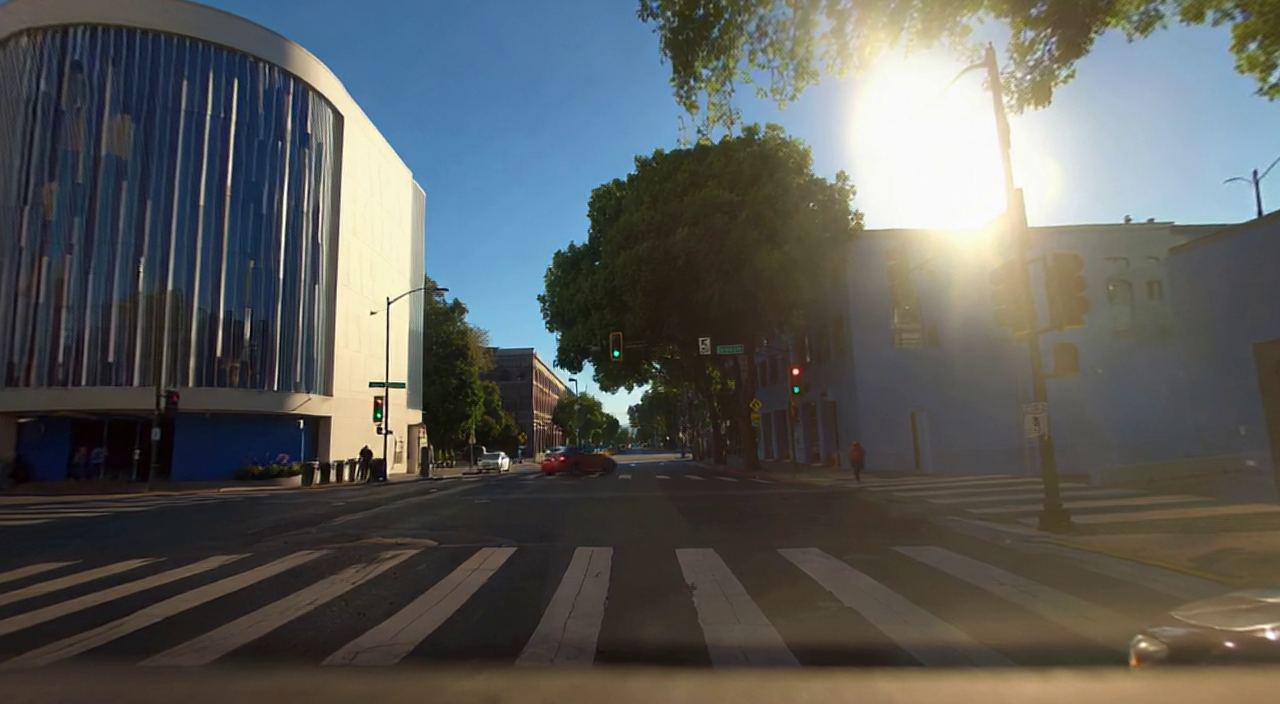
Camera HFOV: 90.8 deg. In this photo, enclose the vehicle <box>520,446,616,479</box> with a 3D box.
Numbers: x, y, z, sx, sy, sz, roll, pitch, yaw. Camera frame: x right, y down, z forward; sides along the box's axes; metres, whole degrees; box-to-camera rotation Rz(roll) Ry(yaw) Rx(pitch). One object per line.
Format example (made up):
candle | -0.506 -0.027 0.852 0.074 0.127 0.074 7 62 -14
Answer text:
vehicle | -3.443 5.407 31.213 2.088 1.452 4.833 -6 -10 34
